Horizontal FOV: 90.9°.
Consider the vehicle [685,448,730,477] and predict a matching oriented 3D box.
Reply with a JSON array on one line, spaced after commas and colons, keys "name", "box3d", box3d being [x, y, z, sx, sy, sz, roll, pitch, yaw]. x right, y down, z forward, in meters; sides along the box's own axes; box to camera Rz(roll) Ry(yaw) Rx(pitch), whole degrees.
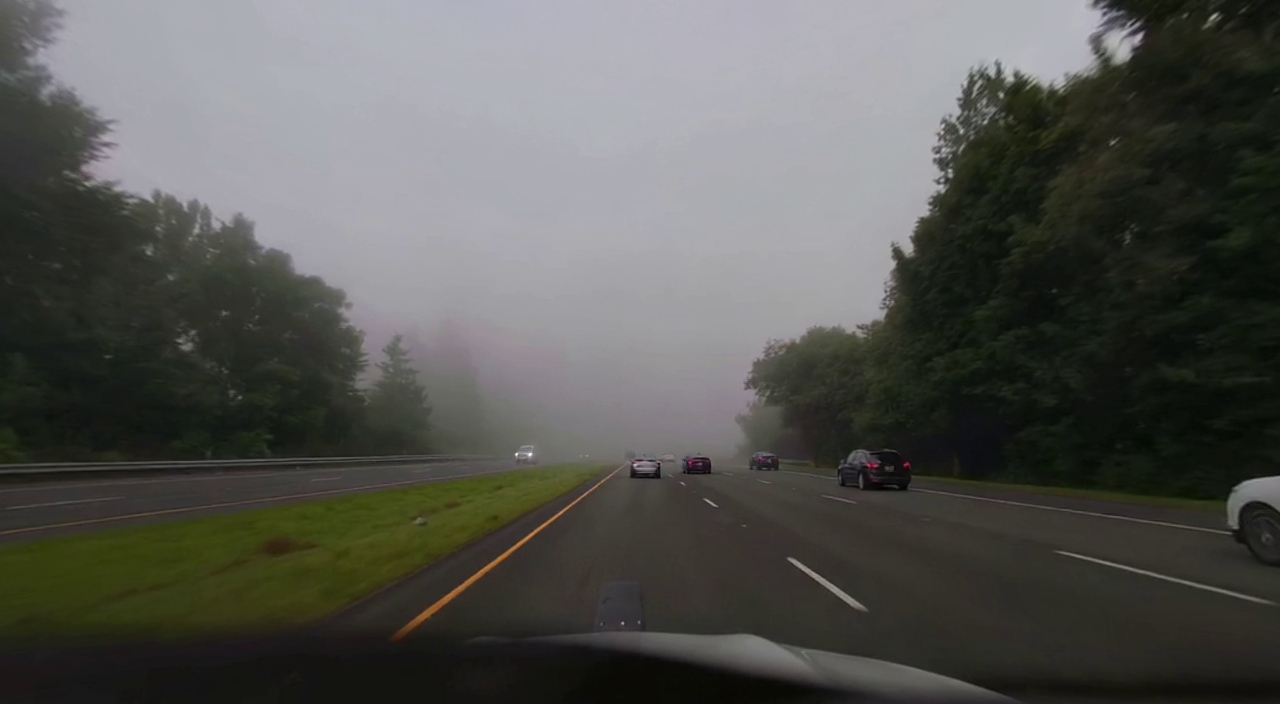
[{"name": "vehicle", "box3d": [3.815, 6.317, 36.285, 1.981, 1.518, 4.029, 0, -9, -2]}]

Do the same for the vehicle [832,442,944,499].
[{"name": "vehicle", "box3d": [7.522, 3.609, 19.525, 1.847, 1.554, 3.752, 0, -9, -1]}]

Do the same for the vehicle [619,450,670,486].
[{"name": "vehicle", "box3d": [0.147, 4.914, 26.967, 2.020, 1.426, 3.702, 0, -9, -1]}]

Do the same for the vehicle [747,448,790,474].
[{"name": "vehicle", "box3d": [8.363, 7.097, 41.347, 1.957, 1.594, 3.632, 0, -9, -2]}]
